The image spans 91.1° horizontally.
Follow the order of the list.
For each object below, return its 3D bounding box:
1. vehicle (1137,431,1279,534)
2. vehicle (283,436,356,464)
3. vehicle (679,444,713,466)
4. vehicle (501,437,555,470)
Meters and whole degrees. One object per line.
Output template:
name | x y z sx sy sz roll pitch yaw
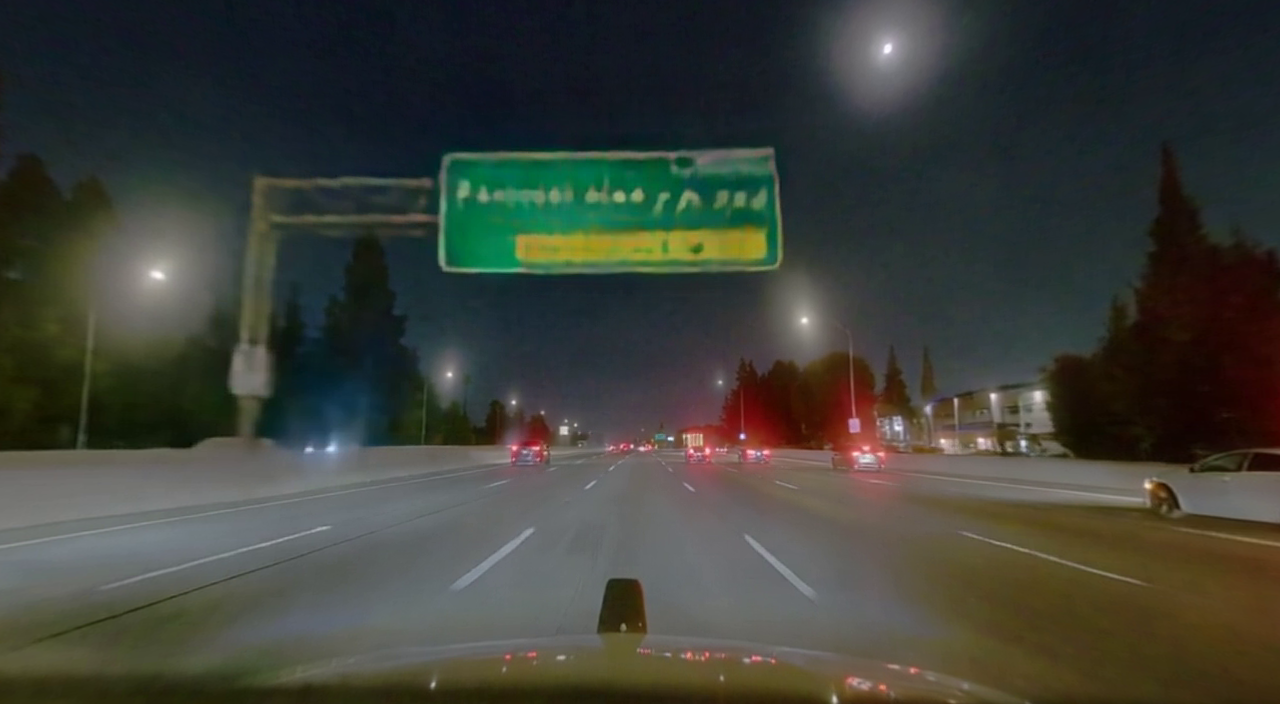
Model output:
vehicle | 10.205 1.899 9.132 1.979 1.467 4.839 0 -8 0
vehicle | -21.297 6.564 41.970 2.140 1.739 5.106 0 -9 1
vehicle | 3.800 7.041 43.155 1.950 1.453 3.378 0 -9 -1
vehicle | -6.191 5.680 35.373 2.091 1.746 4.437 0 -9 2
